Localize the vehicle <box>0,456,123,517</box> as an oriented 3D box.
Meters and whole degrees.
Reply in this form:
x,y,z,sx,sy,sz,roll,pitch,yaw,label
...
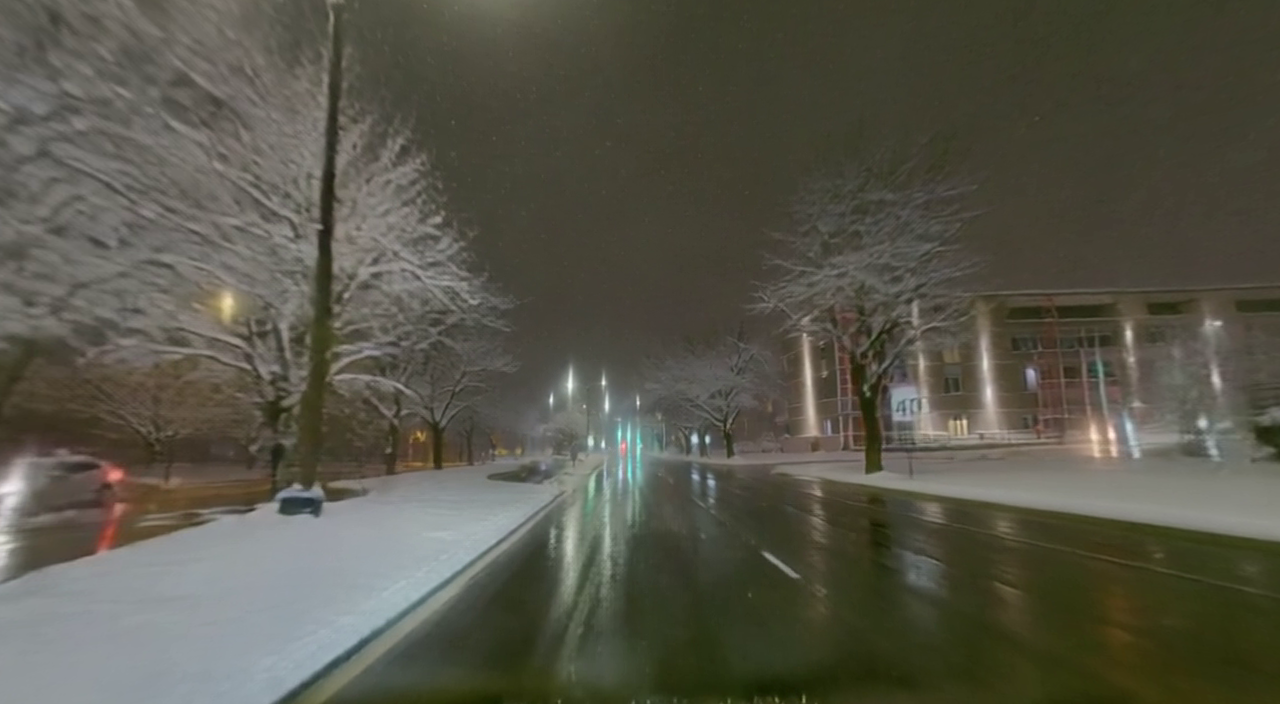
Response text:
x,y,z,sx,sy,sz,roll,pitch,yaw,label
-18.101,3.907,18.767,1.877,1.557,4.423,0,-9,-3,vehicle
